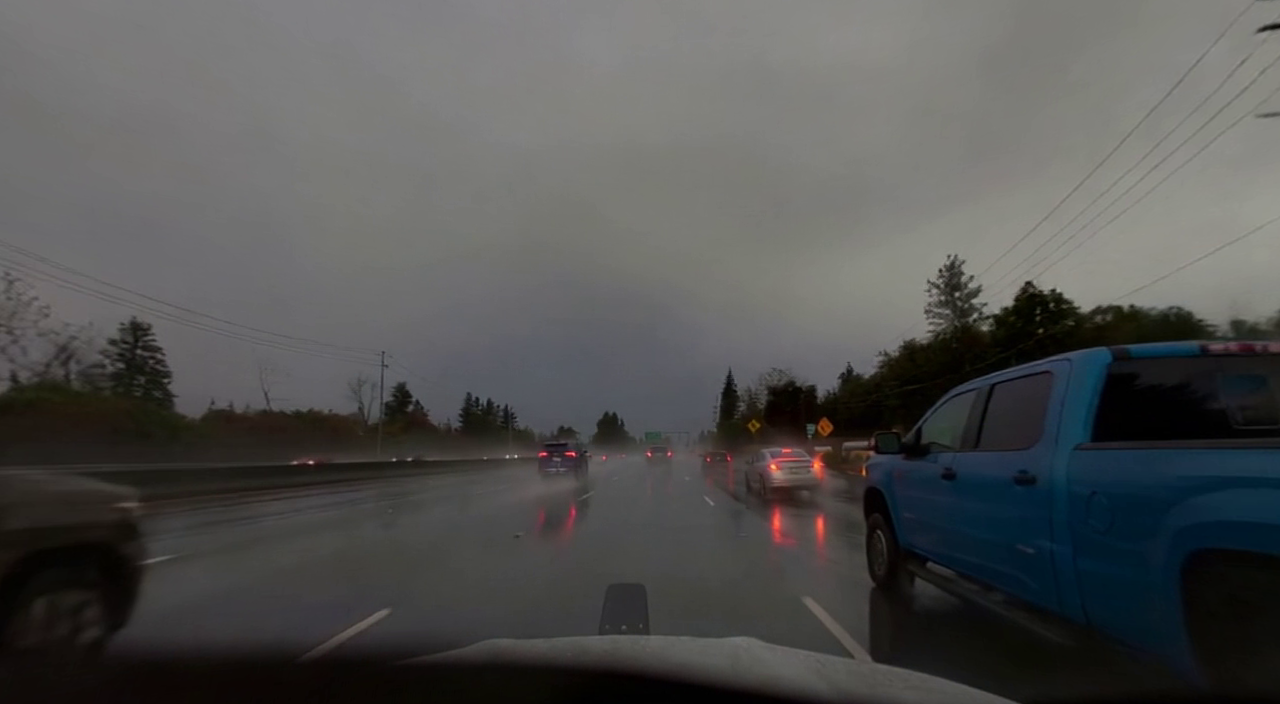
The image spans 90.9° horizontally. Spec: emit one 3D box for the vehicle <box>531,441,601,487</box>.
[{"bbox_3d":[-3.005,4.664,26.660,2.209,1.714,4.576,-1,-8,3],"label":"vehicle"}]

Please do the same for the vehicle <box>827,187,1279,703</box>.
[{"bbox_3d":[3.459,0.856,3.646,3.024,2.092,6.797,-1,-8,3],"label":"vehicle"}]

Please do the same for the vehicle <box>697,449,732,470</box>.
[{"bbox_3d":[5.454,7.909,46.657,2.072,1.456,4.537,0,-8,1],"label":"vehicle"}]

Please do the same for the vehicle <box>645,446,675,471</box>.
[{"bbox_3d":[1.413,7.527,44.838,2.080,1.682,4.150,0,-8,2],"label":"vehicle"}]

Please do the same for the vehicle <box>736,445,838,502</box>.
[{"bbox_3d":[4.325,3.623,19.342,2.111,1.498,4.466,0,-8,1],"label":"vehicle"}]

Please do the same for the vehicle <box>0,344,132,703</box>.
[{"bbox_3d":[-3.974,0.622,1.137,2.146,1.775,4.553,-1,-8,3],"label":"vehicle"}]
